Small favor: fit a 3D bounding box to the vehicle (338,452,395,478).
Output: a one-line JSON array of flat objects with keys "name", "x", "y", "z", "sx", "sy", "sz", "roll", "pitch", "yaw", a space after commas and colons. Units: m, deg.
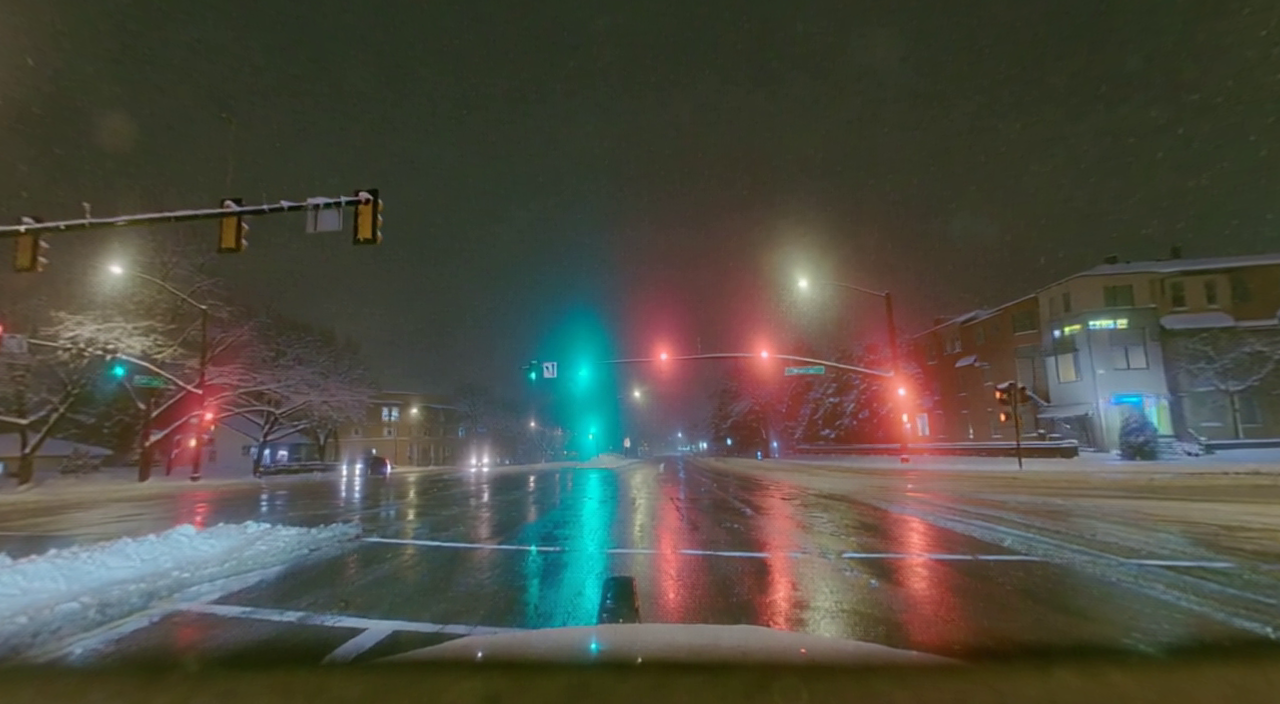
[{"name": "vehicle", "x": -18.834, "y": 7.799, "z": 43.761, "sx": 1.933, "sy": 1.664, "sz": 4.255, "roll": 0, "pitch": -9, "yaw": 1}]
